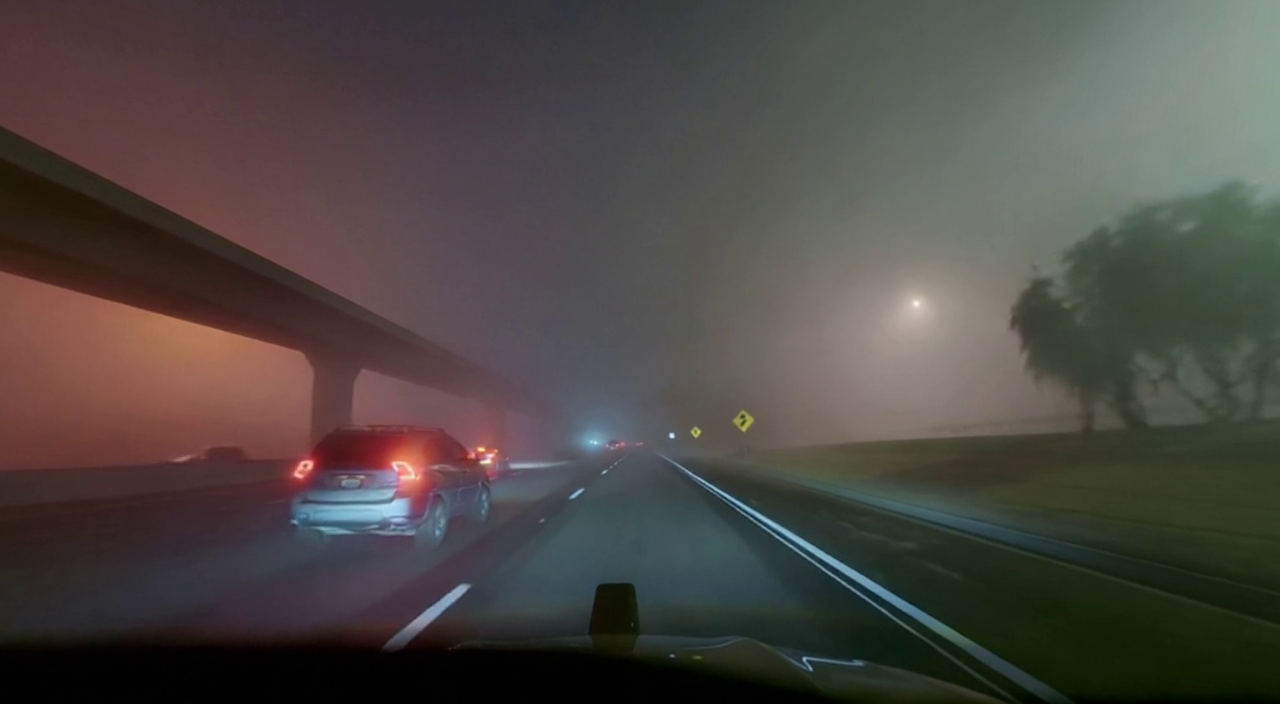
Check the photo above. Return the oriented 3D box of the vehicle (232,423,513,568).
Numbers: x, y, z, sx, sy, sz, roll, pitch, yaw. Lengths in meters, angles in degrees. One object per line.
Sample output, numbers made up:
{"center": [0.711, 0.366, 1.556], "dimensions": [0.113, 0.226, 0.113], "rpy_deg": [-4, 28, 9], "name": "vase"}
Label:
{"center": [-3.298, 1.861, 9.066], "dimensions": [1.978, 1.499, 4.695], "rpy_deg": [0, -8, 0], "name": "vehicle"}
